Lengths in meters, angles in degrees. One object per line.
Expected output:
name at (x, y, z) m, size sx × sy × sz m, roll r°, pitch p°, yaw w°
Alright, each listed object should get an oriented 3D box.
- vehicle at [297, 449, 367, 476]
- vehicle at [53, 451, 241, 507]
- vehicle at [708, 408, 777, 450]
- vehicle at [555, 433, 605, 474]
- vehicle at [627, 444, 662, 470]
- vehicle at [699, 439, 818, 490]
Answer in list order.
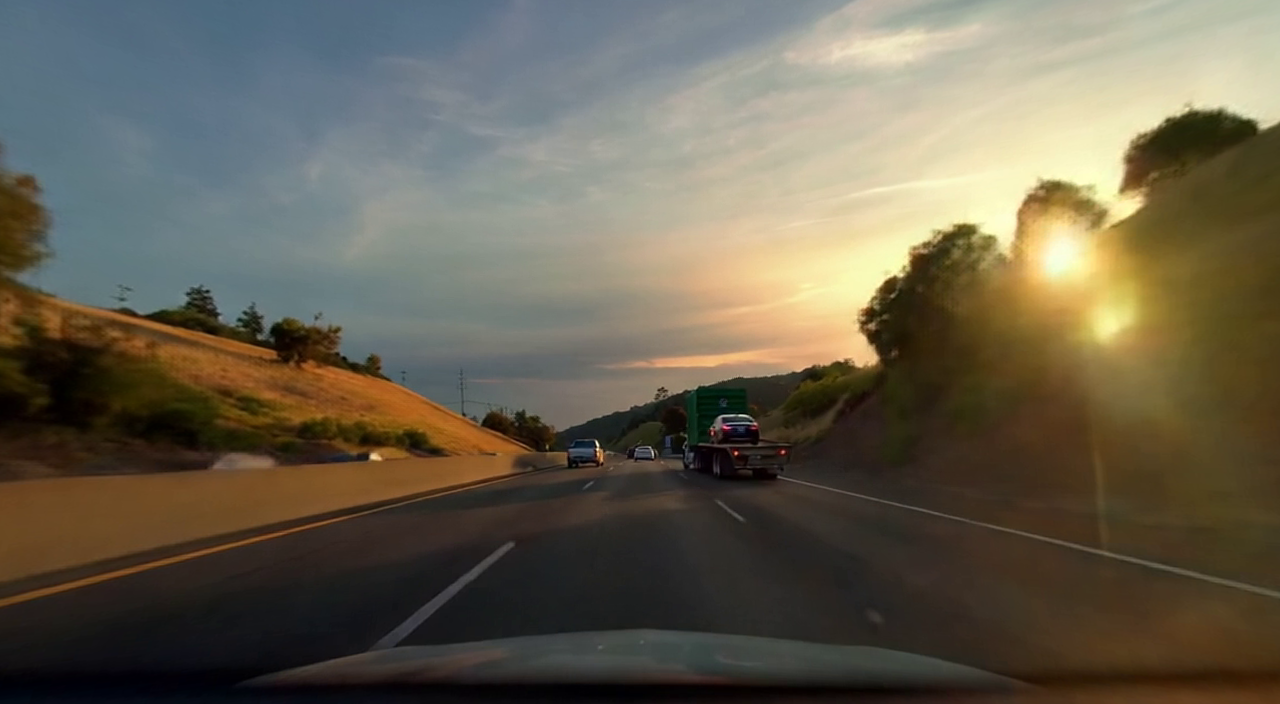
vehicle at (-18.601, 6.672, 38.304) m, size 1.965 × 1.479 × 4.478 m, roll 0°, pitch -9°, yaw 0°
vehicle at (-14.444, 3.707, 18.891) m, size 2.039 × 1.438 × 4.371 m, roll 0°, pitch -9°, yaw 1°
vehicle at (4.034, 3.189, 25.443) m, size 1.968 × 1.547 × 4.215 m, roll 0°, pitch -9°, yaw -2°
vehicle at (-3.116, 5.410, 33.638) m, size 2.142 × 2.044 × 4.446 m, roll 0°, pitch -9°, yaw 1°
vehicle at (0.285, 6.585, 39.695) m, size 2.086 × 1.497 × 3.681 m, roll 0°, pitch -9°, yaw 0°
vehicle at (4.135, 4.232, 24.300) m, size 2.654 × 1.574 × 9.537 m, roll 0°, pitch -9°, yaw -1°
